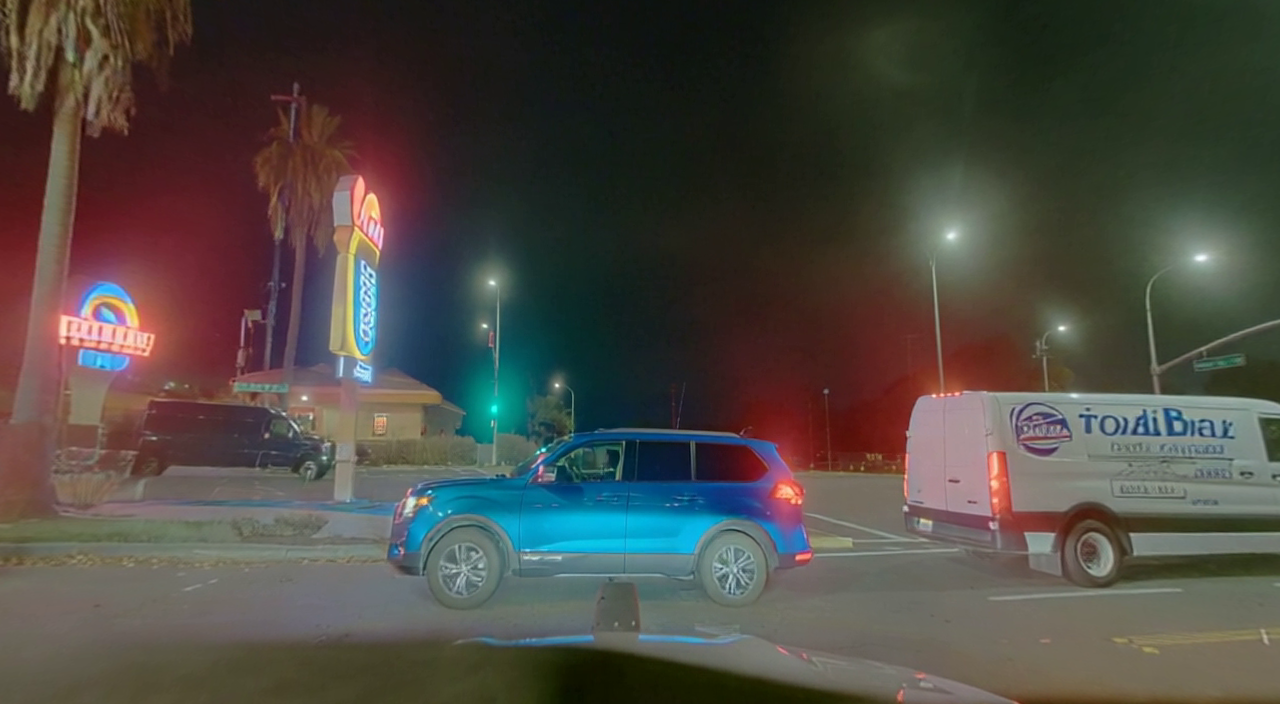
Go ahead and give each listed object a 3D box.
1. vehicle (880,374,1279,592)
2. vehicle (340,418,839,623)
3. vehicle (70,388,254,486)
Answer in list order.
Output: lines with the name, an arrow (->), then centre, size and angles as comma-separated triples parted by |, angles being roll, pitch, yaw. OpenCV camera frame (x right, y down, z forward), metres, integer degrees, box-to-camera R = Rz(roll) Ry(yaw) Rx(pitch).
vehicle -> 6.634, 1.552, 8.038 | 6.246, 2.202, 2.277 | 1, -9, -7
vehicle -> -0.488, 1.646, 6.859 | 4.493, 1.728, 2.137 | 1, -9, -9
vehicle -> -21.676, 4.011, 29.439 | 3.034, 3.929, 7.699 | 1, -9, -6
